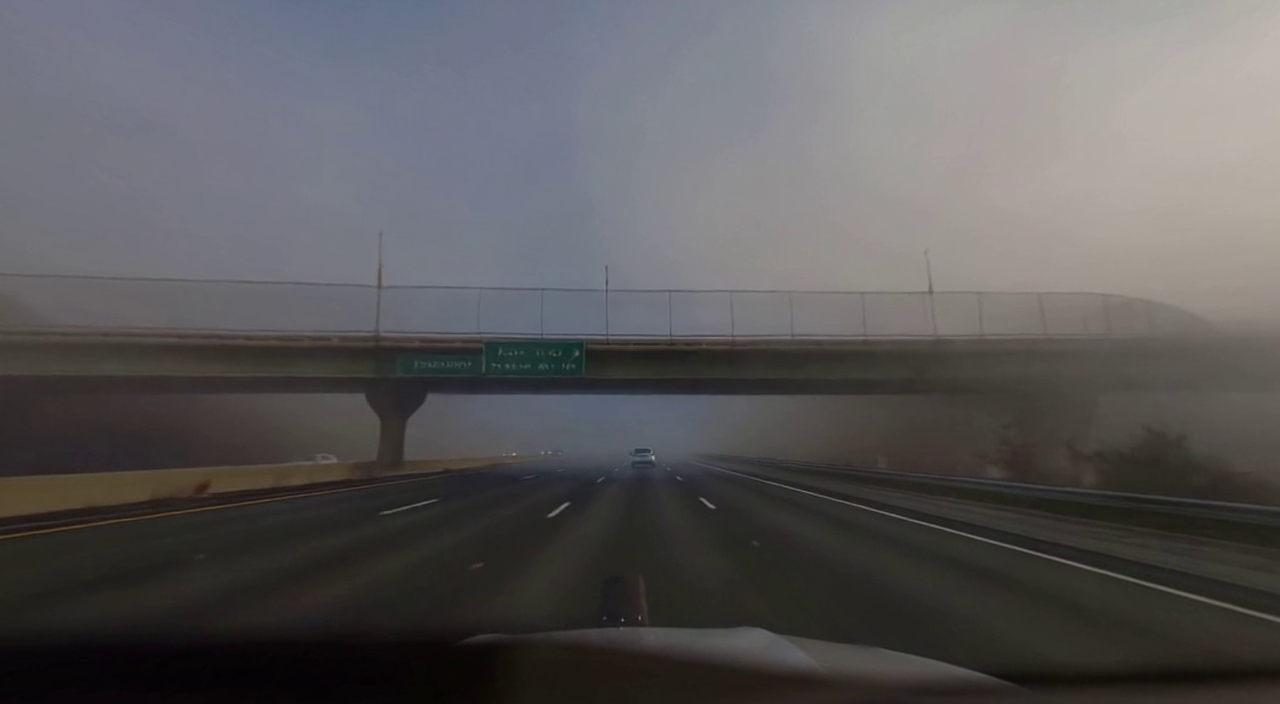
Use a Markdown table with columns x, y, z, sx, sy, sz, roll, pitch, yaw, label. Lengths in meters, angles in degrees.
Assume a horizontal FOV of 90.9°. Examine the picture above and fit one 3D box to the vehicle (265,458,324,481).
| x | y | z | sx | sy | sz | roll | pitch | yaw | label |
| --- | --- | --- | --- | --- | --- | --- | --- | --- | --- |
| -23.637 | 8.049 | 43.265 | 1.705 | 1.410 | 3.956 | 0 | -9 | 0 | vehicle |
